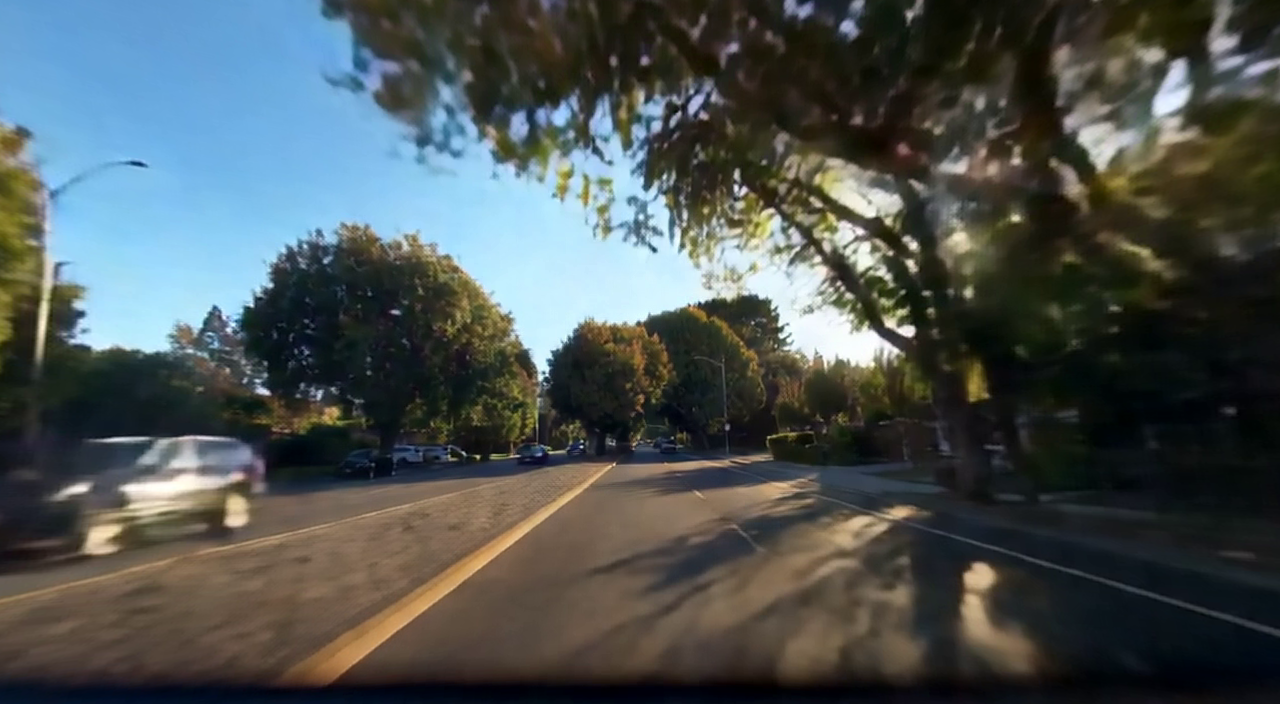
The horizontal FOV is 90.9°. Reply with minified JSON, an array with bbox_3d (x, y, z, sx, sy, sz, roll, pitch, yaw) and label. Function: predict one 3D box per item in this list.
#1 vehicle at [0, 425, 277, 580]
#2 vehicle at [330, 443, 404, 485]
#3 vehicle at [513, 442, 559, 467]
[{"bbox_3d":[-7.338,1.913,8.831,1.943,1.623,4.190,0,-8,1],"label":"vehicle"},{"bbox_3d":[-14.414,5.892,33.578,2.058,1.779,4.768,-2,-6,-3],"label":"vehicle"},{"bbox_3d":[-6.454,6.399,39.628,1.975,1.481,4.318,0,-8,2],"label":"vehicle"}]
